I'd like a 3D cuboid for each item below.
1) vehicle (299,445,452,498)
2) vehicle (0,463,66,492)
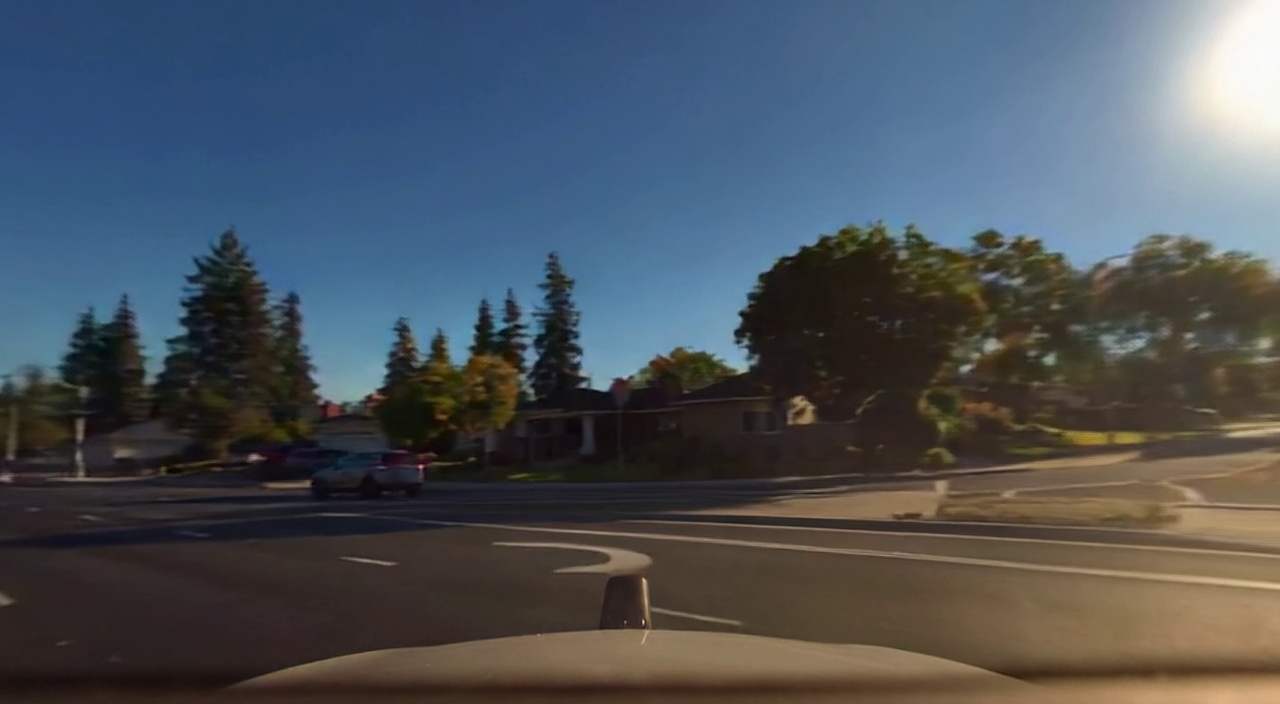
[{"bbox_3d":[-9.734,4.354,23.285,4.995,1.798,2.102,-3,-9,18],"label":"vehicle"},{"bbox_3d":[-35.703,7.224,36.492,4.882,1.460,1.933,-5,-9,27],"label":"vehicle"}]
